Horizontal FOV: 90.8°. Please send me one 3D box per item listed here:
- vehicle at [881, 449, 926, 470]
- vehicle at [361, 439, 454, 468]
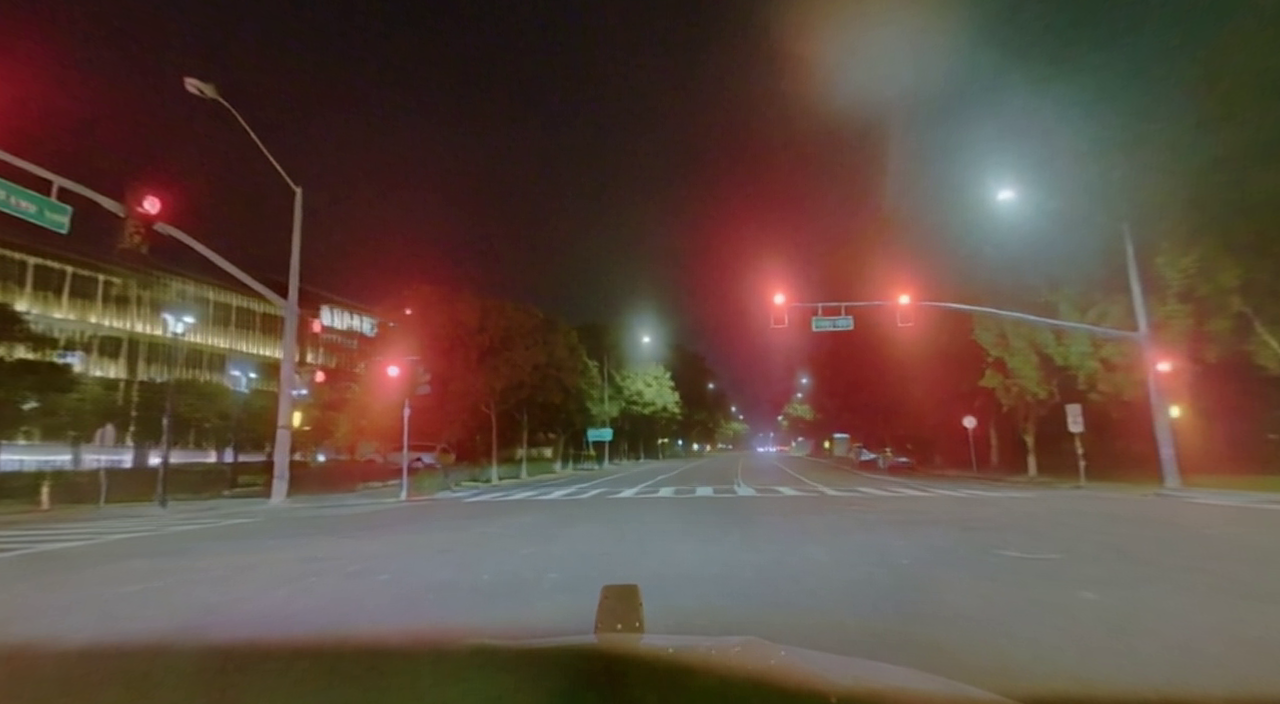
[{"bbox_3d":[19.659,8.003,47.262,1.893,1.454,4.483,-2,-9,7],"label":"vehicle"},{"bbox_3d":[-13.653,5.984,37.244,4.765,1.593,1.891,-1,-9,5],"label":"vehicle"}]
